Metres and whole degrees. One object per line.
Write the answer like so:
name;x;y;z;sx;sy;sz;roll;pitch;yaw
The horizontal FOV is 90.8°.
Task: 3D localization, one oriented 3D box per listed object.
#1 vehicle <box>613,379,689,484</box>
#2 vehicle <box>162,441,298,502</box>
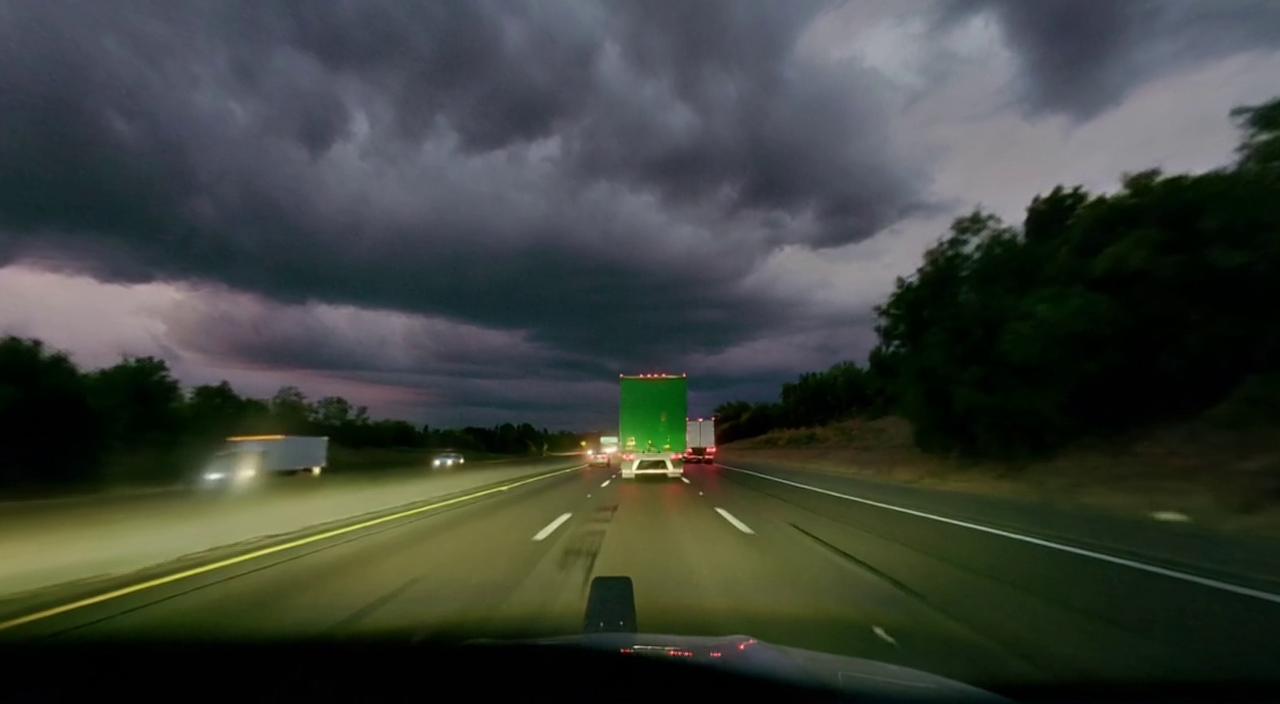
vehicle;0.463;3.942;30.155;2.932;4.042;11.054;0;-9;0
vehicle;-18.772;5.447;29.362;2.296;2.503;5.755;0;-9;1
